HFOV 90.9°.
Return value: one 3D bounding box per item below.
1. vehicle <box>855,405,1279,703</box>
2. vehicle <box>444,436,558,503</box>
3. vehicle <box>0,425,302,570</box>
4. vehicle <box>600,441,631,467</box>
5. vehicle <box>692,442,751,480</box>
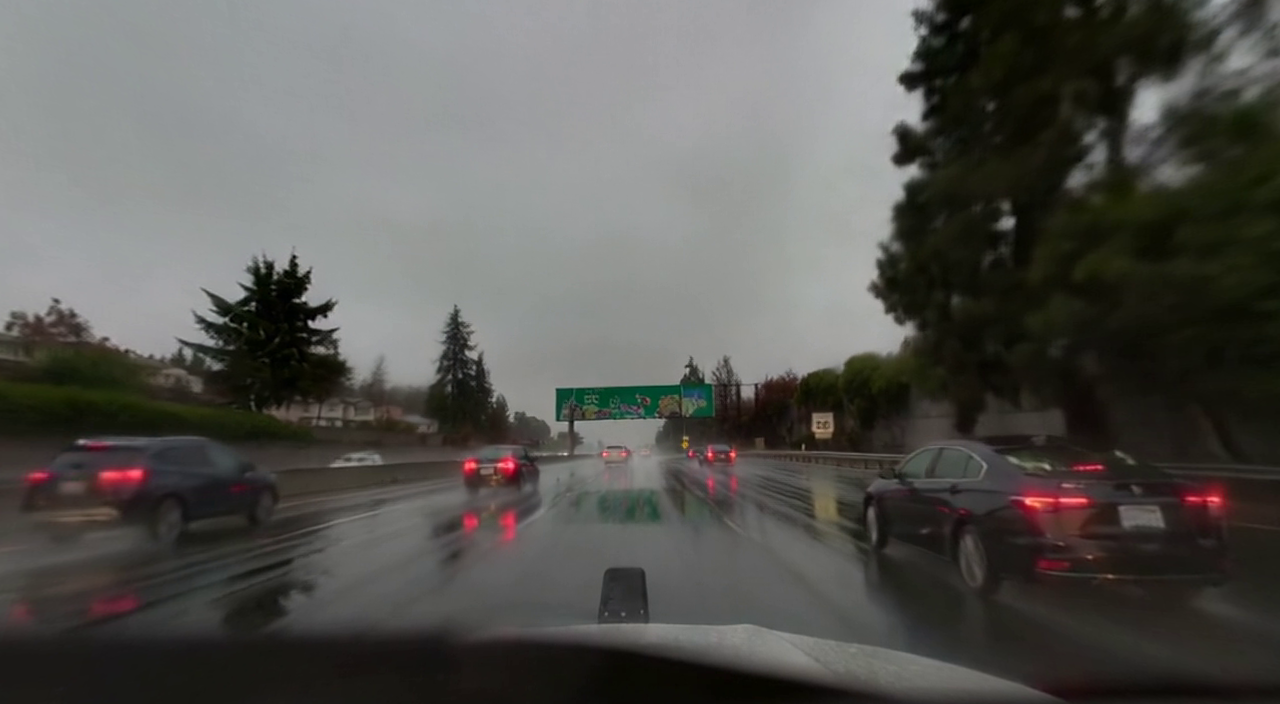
[{"bbox_3d":[3.560,1.344,5.415,1.912,1.509,4.291,0,-8,0],"label":"vehicle"},{"bbox_3d":[-3.622,3.150,17.378,2.136,1.571,4.285,0,-8,0],"label":"vehicle"},{"bbox_3d":[-7.394,2.020,9.595,2.057,1.681,4.277,0,-8,1],"label":"vehicle"},{"bbox_3d":[-1.745,7.365,45.869,2.183,1.764,4.134,0,-8,-1],"label":"vehicle"},{"bbox_3d":[3.265,4.417,25.901,1.854,1.438,3.954,0,-8,0],"label":"vehicle"}]
